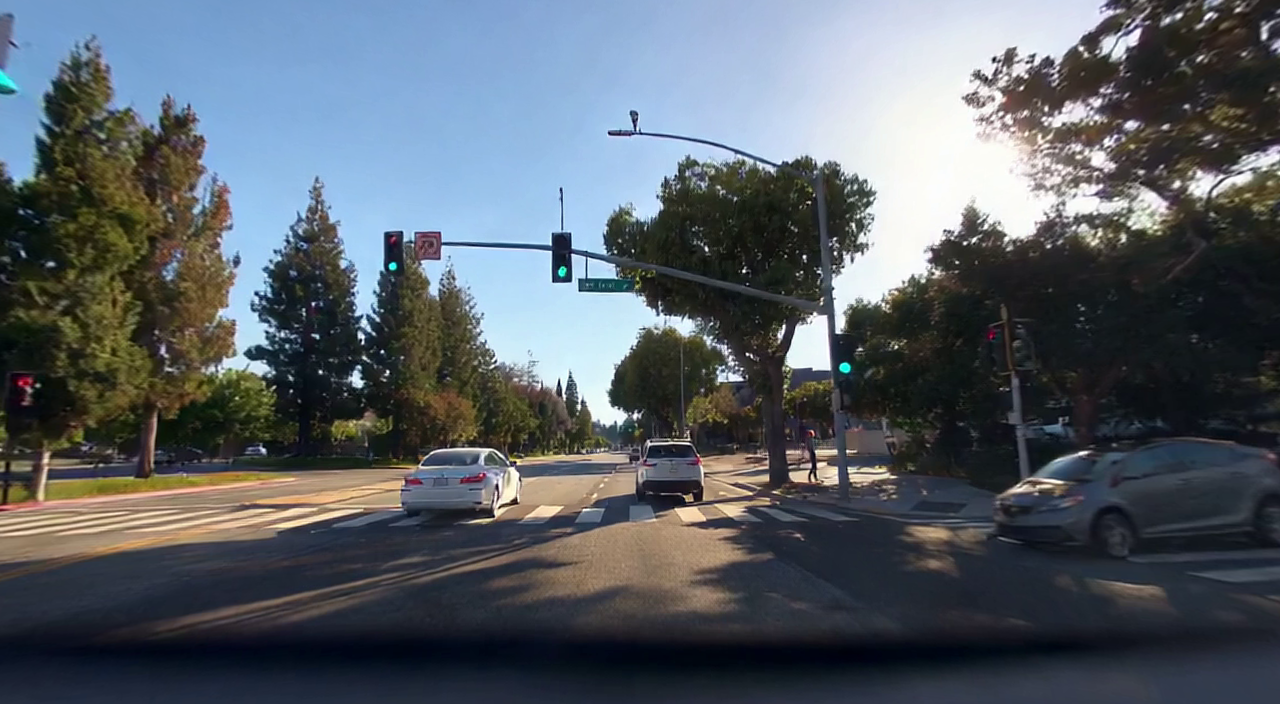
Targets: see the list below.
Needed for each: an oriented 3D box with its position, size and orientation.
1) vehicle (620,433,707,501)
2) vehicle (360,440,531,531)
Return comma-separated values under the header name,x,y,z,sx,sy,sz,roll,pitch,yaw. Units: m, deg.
name,x,y,z,sx,sy,sz,roll,pitch,yaw
vehicle,0.563,3.417,19.165,2.215,1.799,4.426,0,-8,-3
vehicle,-3.506,2.468,12.270,2.036,1.447,4.044,0,-8,0
